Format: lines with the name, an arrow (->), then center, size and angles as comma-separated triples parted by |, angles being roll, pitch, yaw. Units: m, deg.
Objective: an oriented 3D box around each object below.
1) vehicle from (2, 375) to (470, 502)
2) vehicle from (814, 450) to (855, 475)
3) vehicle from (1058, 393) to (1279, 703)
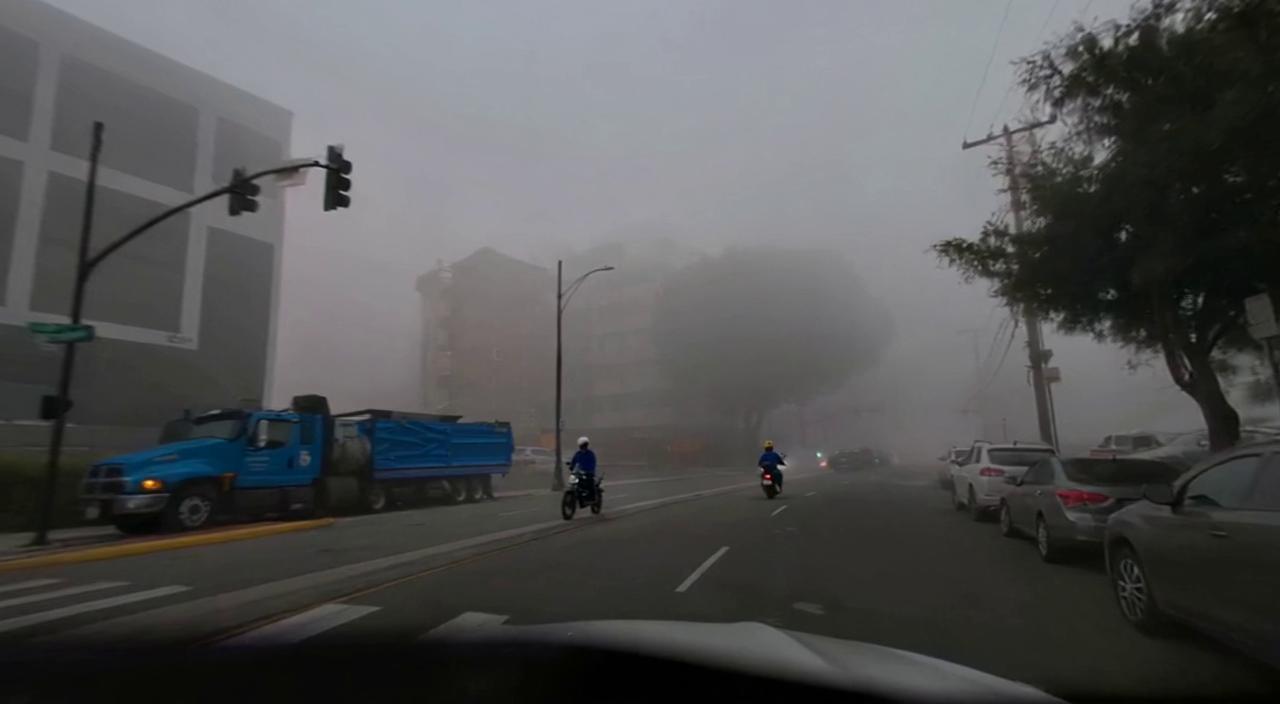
vehicle -> -13.679, 3.685, 25.654 | 3.442, 3.445, 16.952 | -4, -10, 22
vehicle -> 13.613, 7.693, 44.074 | 1.925, 1.602, 4.090 | -4, -10, 27
vehicle -> 4.267, 1.121, 3.410 | 2.077, 1.685, 4.493 | -2, -9, 17
